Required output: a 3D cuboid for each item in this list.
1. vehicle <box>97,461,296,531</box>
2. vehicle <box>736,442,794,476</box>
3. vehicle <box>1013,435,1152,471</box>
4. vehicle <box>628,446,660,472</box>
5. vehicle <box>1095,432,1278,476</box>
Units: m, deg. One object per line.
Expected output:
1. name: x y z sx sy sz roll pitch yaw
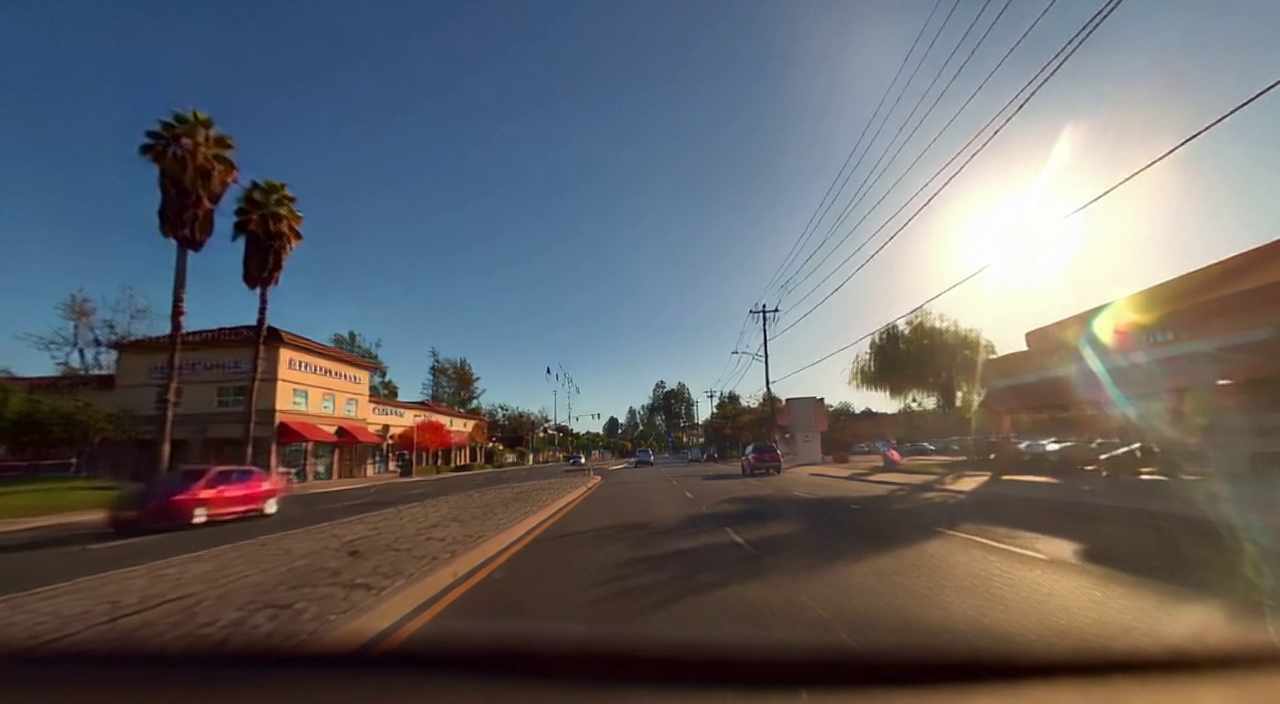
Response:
1. vehicle: -11.470 3.721 16.821 1.942 1.497 4.582 0 -9 1
2. vehicle: 6.791 5.873 34.808 2.252 1.718 4.617 0 -9 0
3. vehicle: 20.212 4.651 28.951 4.728 1.520 2.107 -1 -9 1
4. vehicle: 0.282 7.340 43.412 2.138 1.702 4.168 0 -9 1
5. vehicle: 19.950 3.740 23.168 4.768 1.512 1.986 0 -9 1
